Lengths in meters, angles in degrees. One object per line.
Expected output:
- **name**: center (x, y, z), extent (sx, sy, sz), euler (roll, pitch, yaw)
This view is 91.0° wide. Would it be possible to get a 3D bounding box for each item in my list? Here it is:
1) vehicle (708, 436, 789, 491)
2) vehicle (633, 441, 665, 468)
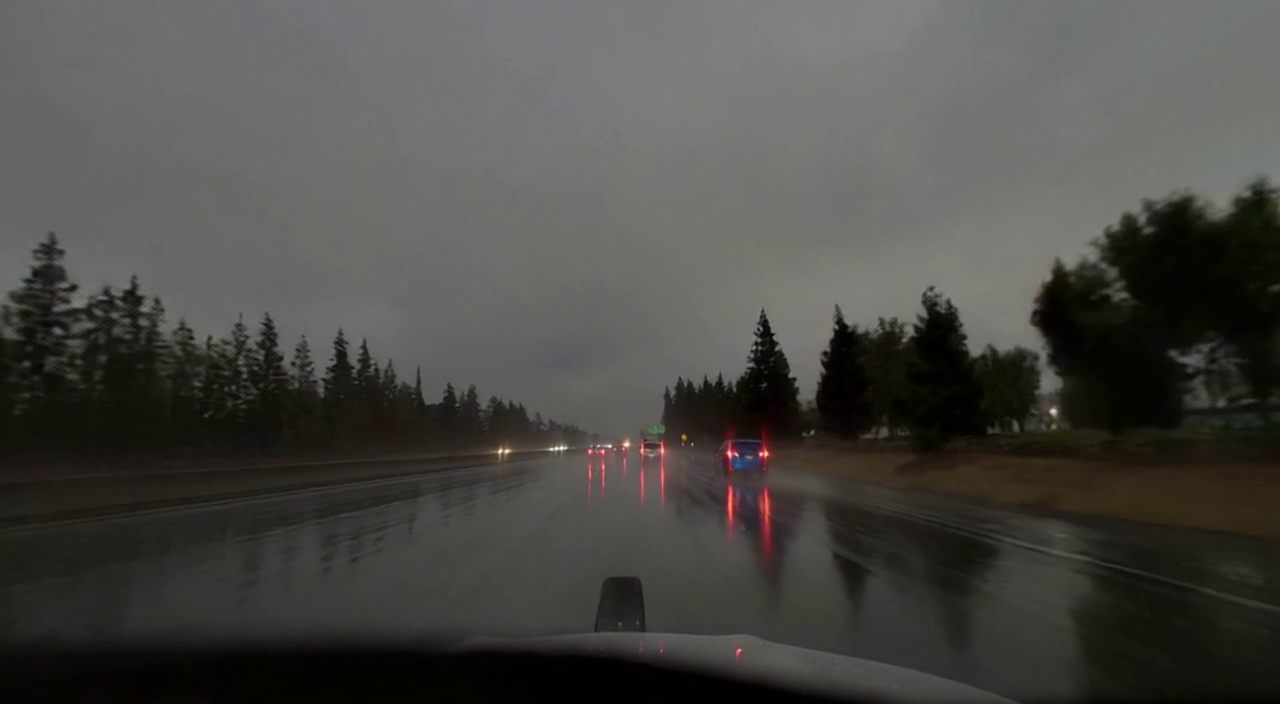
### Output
- **vehicle**: center (3.713, 3.911, 22.437), extent (2.082, 1.720, 4.393), euler (1, -9, 0)
- **vehicle**: center (0.607, 7.291, 44.932), extent (2.205, 1.785, 4.423), euler (1, -9, 0)
